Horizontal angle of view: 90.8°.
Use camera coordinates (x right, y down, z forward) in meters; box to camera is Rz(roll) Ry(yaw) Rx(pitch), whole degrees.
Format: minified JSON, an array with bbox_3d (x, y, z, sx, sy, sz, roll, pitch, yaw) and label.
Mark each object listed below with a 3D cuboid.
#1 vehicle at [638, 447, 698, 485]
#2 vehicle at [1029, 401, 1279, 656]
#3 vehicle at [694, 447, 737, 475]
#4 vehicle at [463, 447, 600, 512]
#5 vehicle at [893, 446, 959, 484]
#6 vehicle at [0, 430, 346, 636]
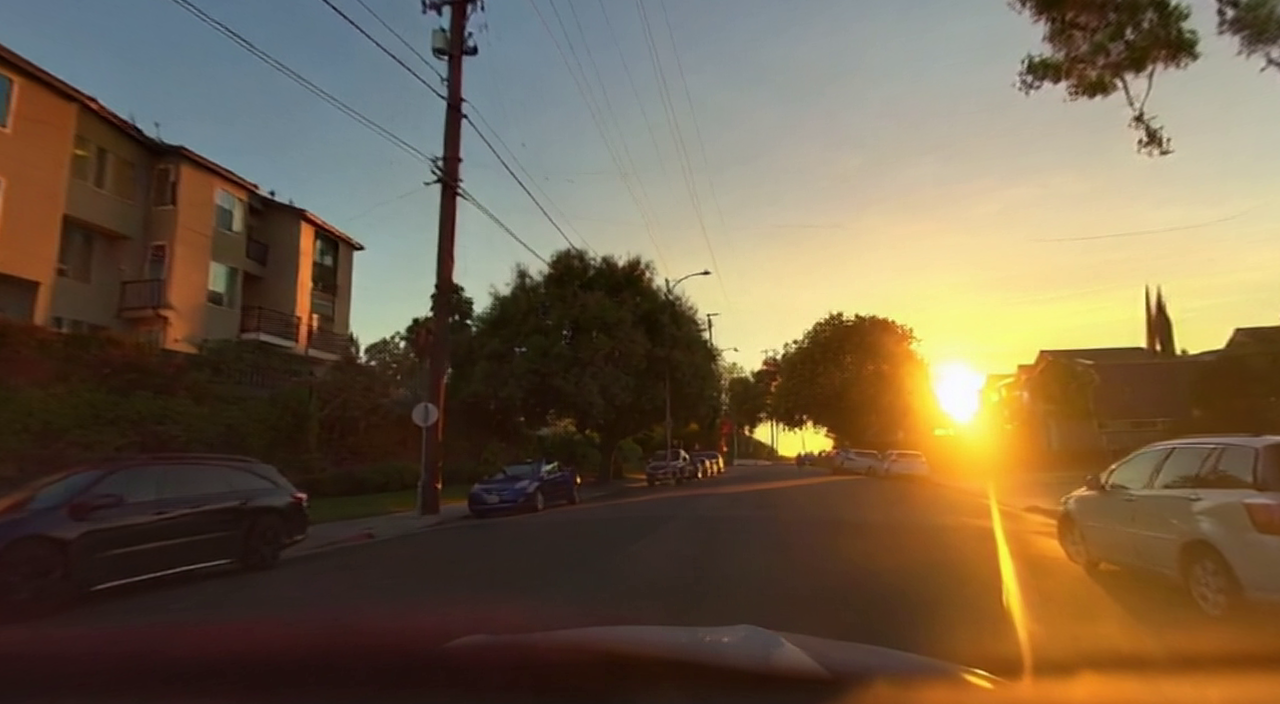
[{"bbox_3d":[1.554,5.904,33.126,2.011,1.801,4.676,-3,-9,17],"label":"vehicle"},{"bbox_3d":[5.764,1.442,6.123,2.180,1.677,4.432,-3,-9,16],"label":"vehicle"},{"bbox_3d":[5.451,7.845,45.143,1.953,1.699,4.234,-10,-13,18],"label":"vehicle"},{"bbox_3d":[-3.023,3.796,18.789,2.017,1.582,4.664,-6,-13,18],"label":"vehicle"},{"bbox_3d":[12.439,4.903,27.707,1.964,1.515,4.055,-3,-9,16],"label":"vehicle"},{"bbox_3d":[-6.018,1.964,7.455,2.068,1.745,4.579,-11,-10,14],"label":"vehicle"}]
